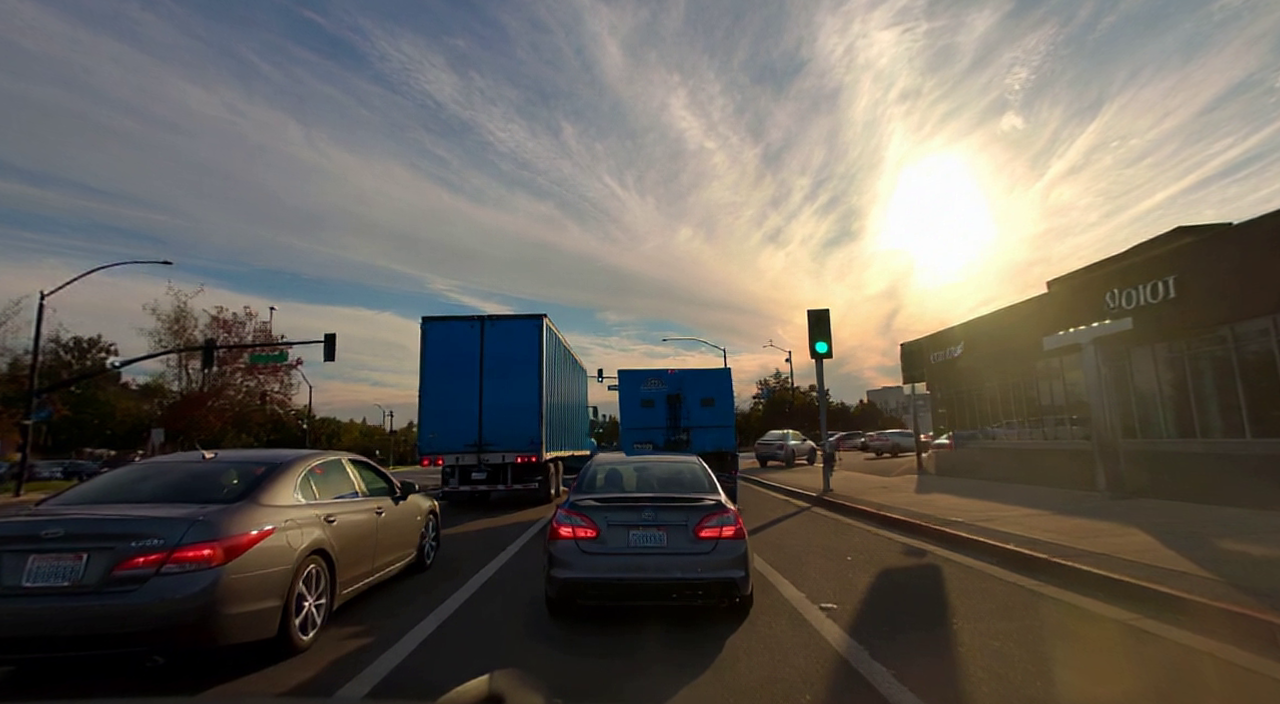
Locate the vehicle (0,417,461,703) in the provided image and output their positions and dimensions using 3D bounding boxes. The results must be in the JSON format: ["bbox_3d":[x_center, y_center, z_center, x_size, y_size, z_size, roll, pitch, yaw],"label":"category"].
[{"bbox_3d":[-3.102,1.370,5.177,1.969,1.471,4.378,0,-8,0],"label":"vehicle"}]

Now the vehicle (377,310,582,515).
[{"bbox_3d":[-3.267,1.604,15.187,3.020,3.800,7.105,0,-8,0],"label":"vehicle"}]

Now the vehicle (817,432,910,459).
[{"bbox_3d":[12.681,5.351,35.839,4.574,1.478,1.880,0,-8,3],"label":"vehicle"}]

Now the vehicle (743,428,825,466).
[{"bbox_3d":[7.525,5.044,33.375,2.061,1.845,4.829,3,-9,-17],"label":"vehicle"}]

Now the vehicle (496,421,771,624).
[{"bbox_3d":[-0.100,1.595,6.870,2.067,1.506,4.118,0,-8,-2],"label":"vehicle"}]
